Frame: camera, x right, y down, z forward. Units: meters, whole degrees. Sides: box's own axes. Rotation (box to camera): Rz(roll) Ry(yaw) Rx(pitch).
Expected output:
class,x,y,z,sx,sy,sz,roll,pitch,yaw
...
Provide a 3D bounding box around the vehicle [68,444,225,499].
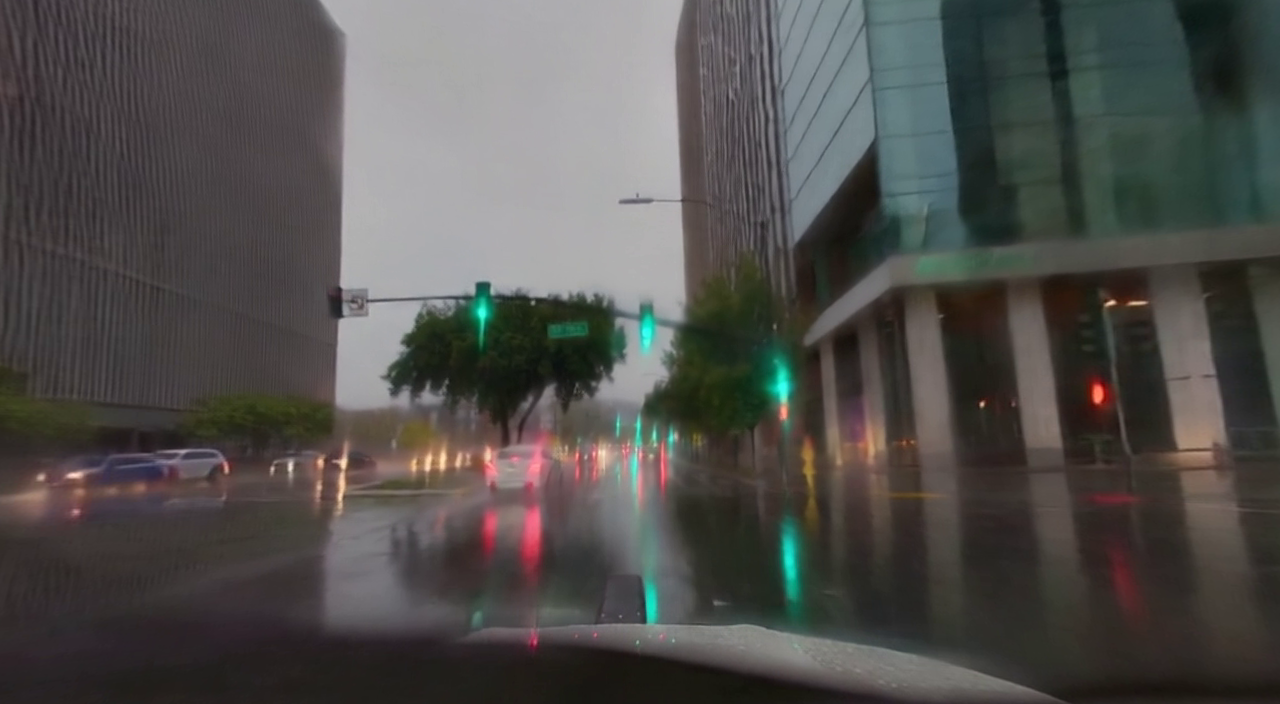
class,x,y,z,sx,sy,sz,roll,pitch,yaw
vehicle,-17.228,4.151,22.420,1.926,1.711,4.516,0,-9,-1

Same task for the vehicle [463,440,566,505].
class,x,y,z,sx,sy,sz,roll,pitch,yaw
vehicle,-3.246,3.201,17.175,1.983,1.545,3.773,0,-9,0

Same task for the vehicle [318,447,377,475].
class,x,y,z,sx,sy,sz,roll,pitch,yaw
vehicle,-20.525,7.615,44.490,2.068,1.848,4.247,0,-9,0

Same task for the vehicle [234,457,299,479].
class,x,y,z,sx,sy,sz,roll,pitch,yaw
vehicle,-26.728,8.280,45.408,1.972,1.436,4.502,0,-9,0

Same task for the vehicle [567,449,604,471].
class,x,y,z,sx,sy,sz,roll,pitch,yaw
vehicle,-3.679,7.360,43.353,2.088,1.430,4.482,0,-9,0

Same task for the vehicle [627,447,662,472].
class,x,y,z,sx,sy,sz,roll,pitch,yaw
vehicle,0.254,6.925,40.843,2.102,1.482,4.125,0,-9,0
